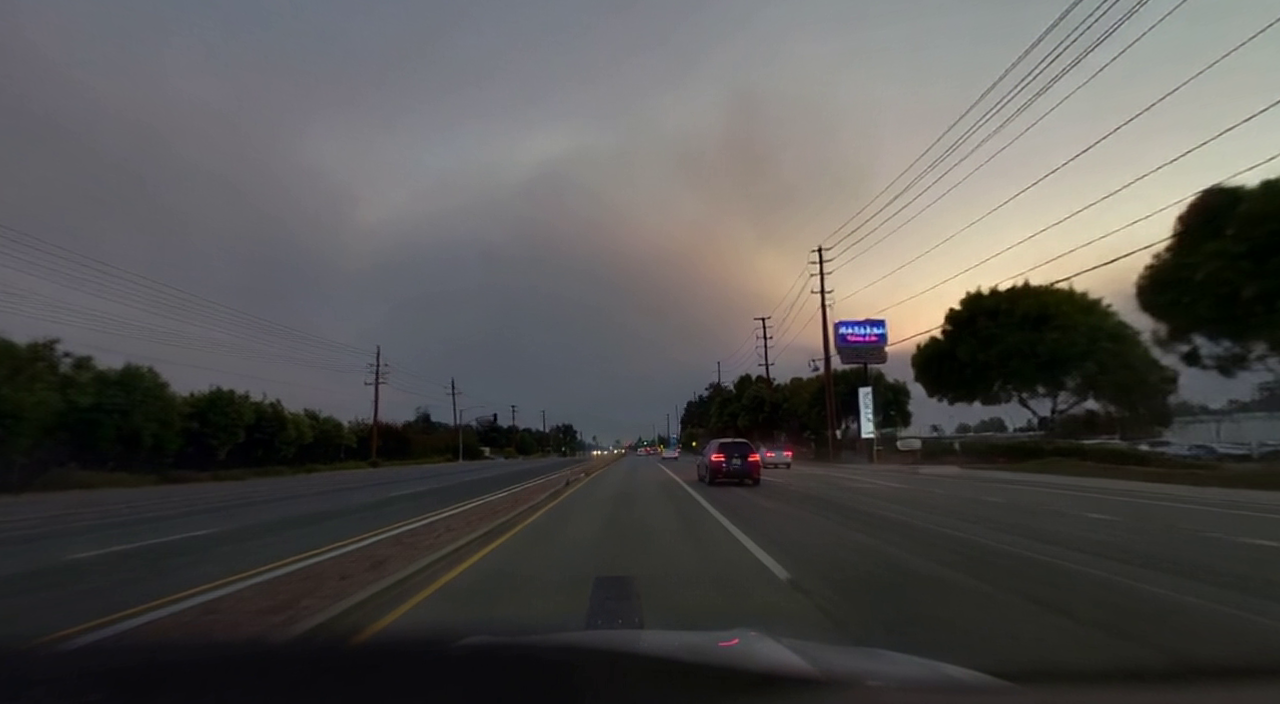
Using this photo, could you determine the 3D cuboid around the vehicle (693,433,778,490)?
[{"bbox_3d":[3.010,3.576,20.866,2.078,1.668,4.078,0,-9,-1],"label":"vehicle"}]
